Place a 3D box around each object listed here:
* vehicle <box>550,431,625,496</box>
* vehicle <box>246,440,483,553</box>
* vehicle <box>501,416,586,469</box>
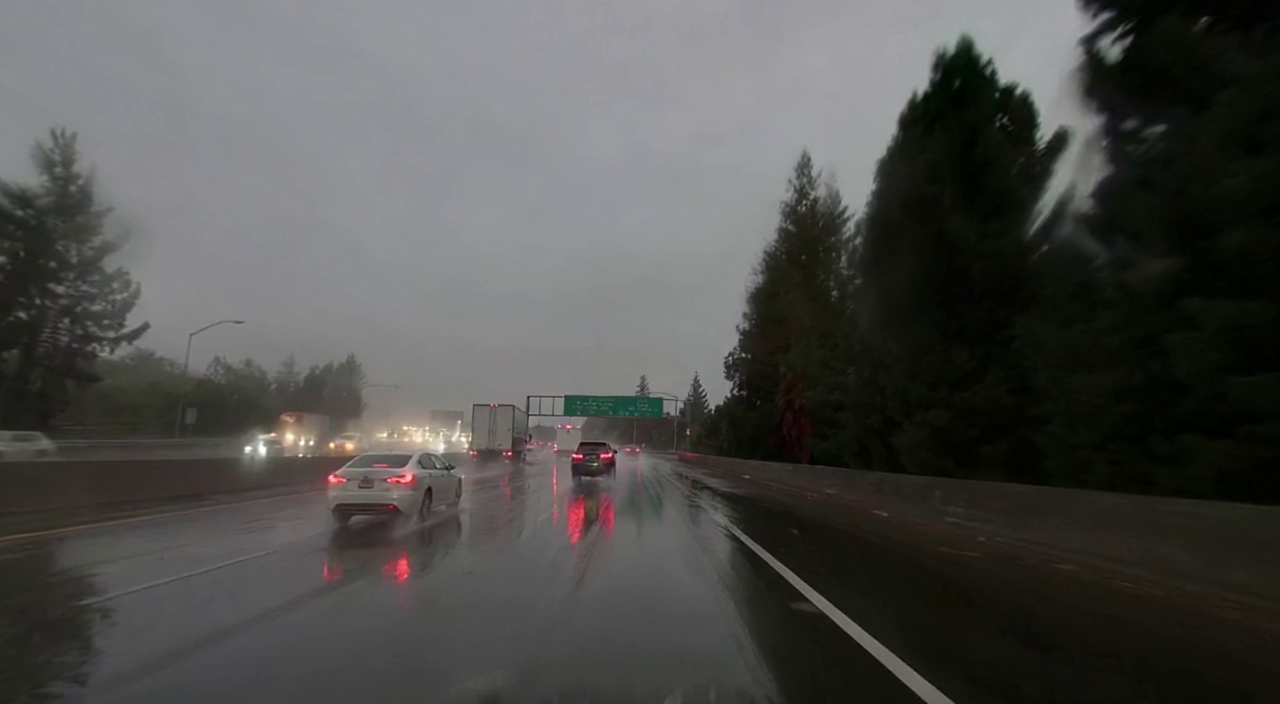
[{"bbox_3d":[-1.577,3.539,20.523,2.093,1.785,5.303,0,-8,-2],"label":"vehicle"},{"bbox_3d":[-4.167,2.224,10.591,1.932,1.445,4.625,0,-8,-1],"label":"vehicle"},{"bbox_3d":[-5.796,5.949,41.047,3.270,2.674,14.547,-2,-9,0],"label":"vehicle"}]
